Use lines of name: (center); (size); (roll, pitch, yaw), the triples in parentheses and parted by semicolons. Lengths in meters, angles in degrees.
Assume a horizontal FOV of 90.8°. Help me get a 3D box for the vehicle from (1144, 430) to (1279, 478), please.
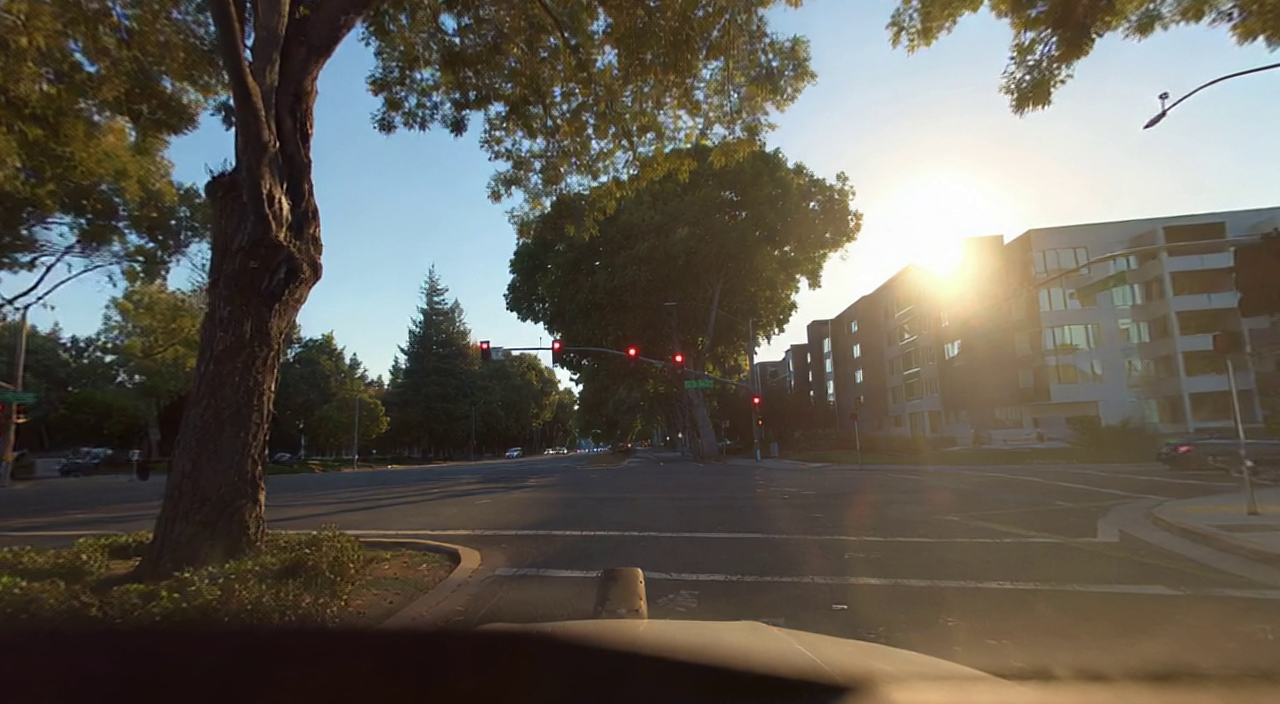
vehicle: (23.925, 4.071, 25.330); (5.357, 1.814, 2.141); (-1, -8, 5)
